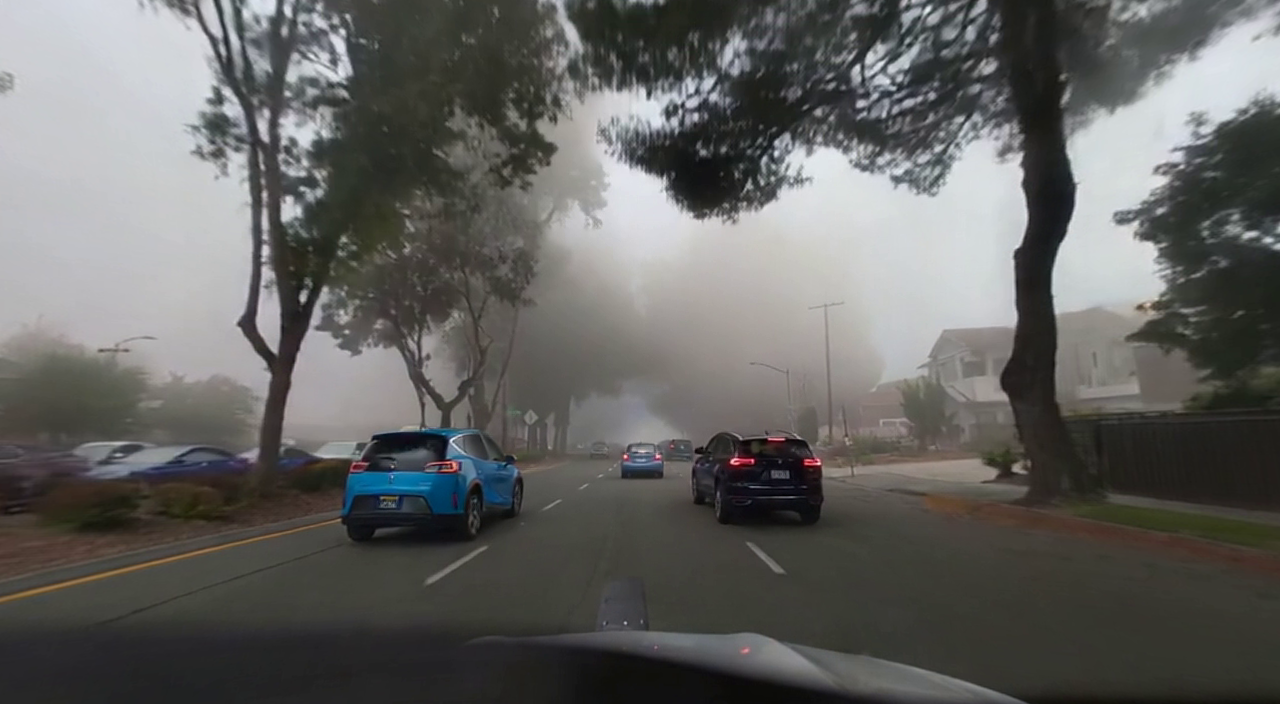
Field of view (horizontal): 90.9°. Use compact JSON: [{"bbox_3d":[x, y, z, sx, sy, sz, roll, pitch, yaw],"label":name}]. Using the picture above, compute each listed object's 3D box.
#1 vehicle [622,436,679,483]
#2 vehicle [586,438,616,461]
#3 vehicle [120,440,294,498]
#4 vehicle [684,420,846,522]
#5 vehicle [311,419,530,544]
[{"bbox_3d":[0.360,3.936,23.310,1.922,1.579,3.642,0,-8,0],"label":"vehicle"},{"bbox_3d":[-3.013,7.700,49.743,2.014,1.755,4.360,0,-8,1],"label":"vehicle"},{"bbox_3d":[-12.330,3.323,18.387,1.849,1.452,4.423,0,-8,1],"label":"vehicle"},{"bbox_3d":[2.329,2.389,13.198,2.280,1.747,4.361,1,-8,-3],"label":"vehicle"},{"bbox_3d":[-3.422,2.120,11.032,2.043,1.687,4.676,0,-8,2],"label":"vehicle"}]
